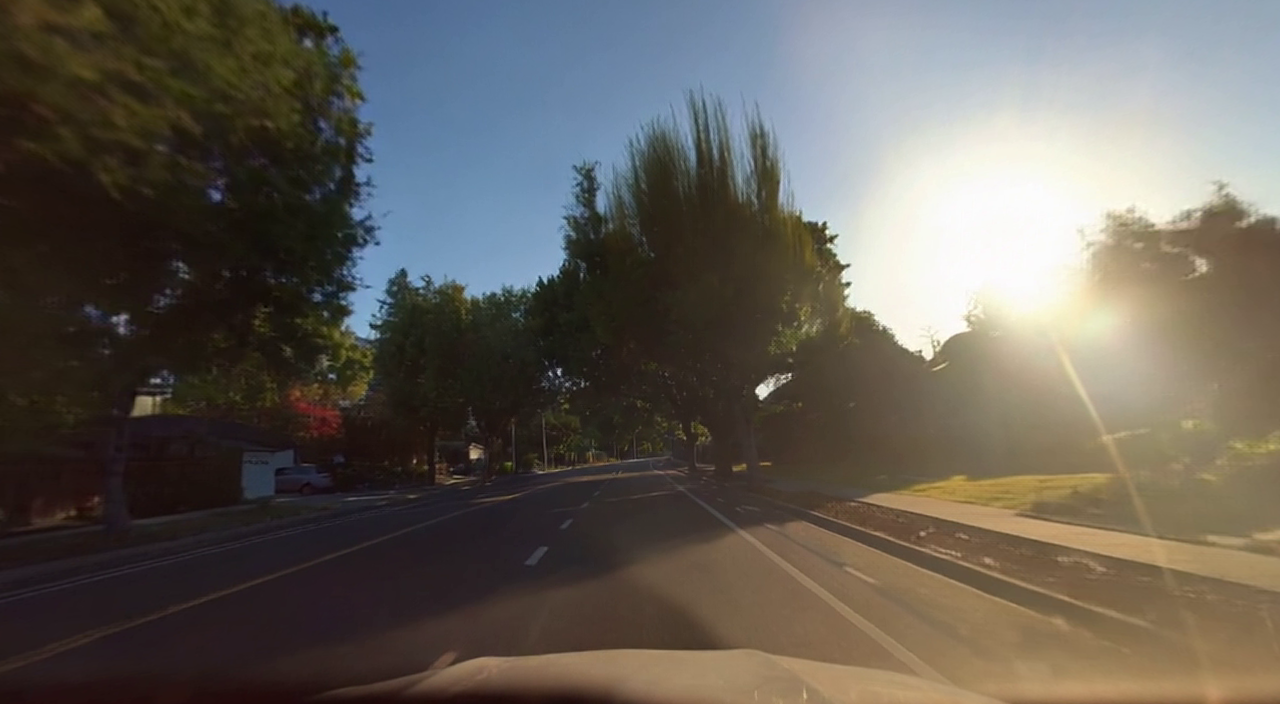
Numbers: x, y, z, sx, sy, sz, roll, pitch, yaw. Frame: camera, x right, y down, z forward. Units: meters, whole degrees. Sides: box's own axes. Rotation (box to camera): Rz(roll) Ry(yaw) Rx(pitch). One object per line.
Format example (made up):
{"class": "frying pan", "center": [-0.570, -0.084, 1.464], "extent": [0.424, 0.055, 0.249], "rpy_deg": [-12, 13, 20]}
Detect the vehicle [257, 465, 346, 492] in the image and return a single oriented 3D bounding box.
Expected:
{"class": "vehicle", "center": [-19.305, 7.193, 36.122], "extent": [4.173, 1.423, 1.657], "rpy_deg": [0, -9, 3]}
